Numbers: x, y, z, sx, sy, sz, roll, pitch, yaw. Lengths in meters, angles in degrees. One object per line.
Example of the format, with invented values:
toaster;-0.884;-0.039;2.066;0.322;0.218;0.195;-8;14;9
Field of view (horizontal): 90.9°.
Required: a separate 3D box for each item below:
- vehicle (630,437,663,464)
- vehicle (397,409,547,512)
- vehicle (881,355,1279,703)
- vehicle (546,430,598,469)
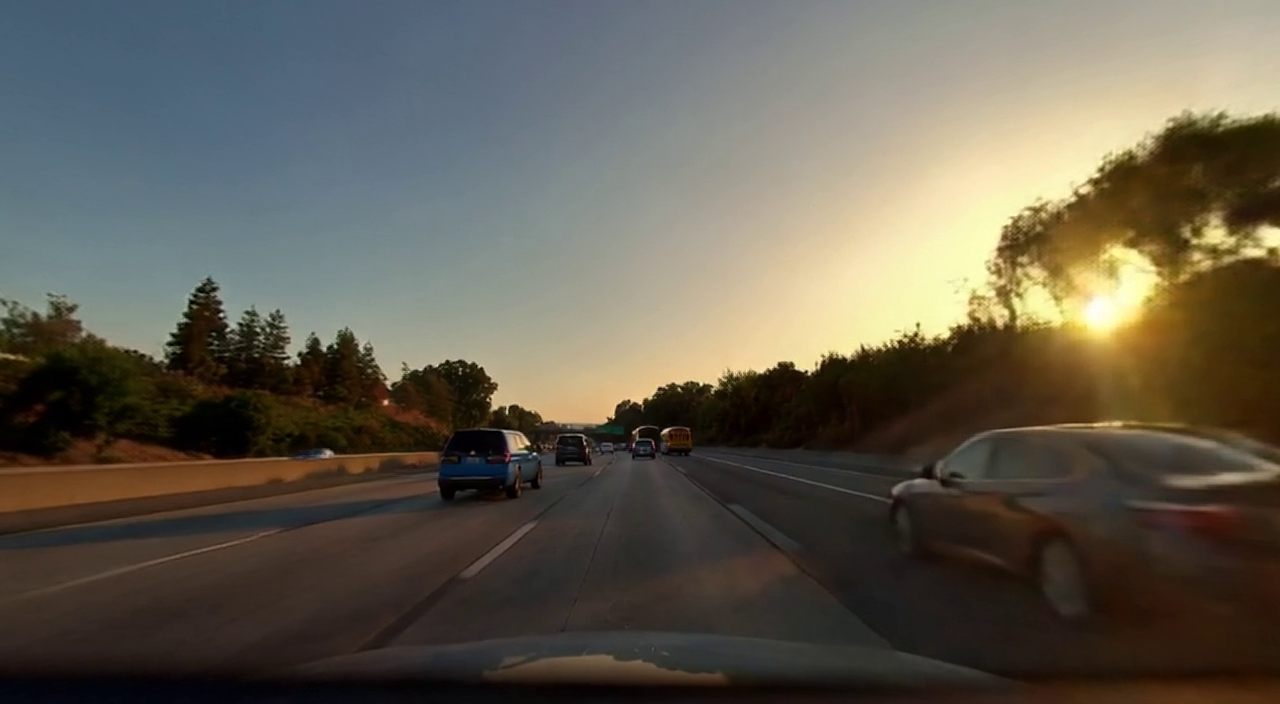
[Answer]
vehicle;0.378;6.323;40.726;2.042;1.632;3.654;0;-8;0
vehicle;-3.476;2.359;14.057;2.016;1.898;4.458;0;-8;1
vehicle;3.834;1.168;4.920;2.050;1.661;4.636;0;-8;0
vehicle;-3.370;4.959;32.186;2.155;1.843;4.567;0;-8;0
